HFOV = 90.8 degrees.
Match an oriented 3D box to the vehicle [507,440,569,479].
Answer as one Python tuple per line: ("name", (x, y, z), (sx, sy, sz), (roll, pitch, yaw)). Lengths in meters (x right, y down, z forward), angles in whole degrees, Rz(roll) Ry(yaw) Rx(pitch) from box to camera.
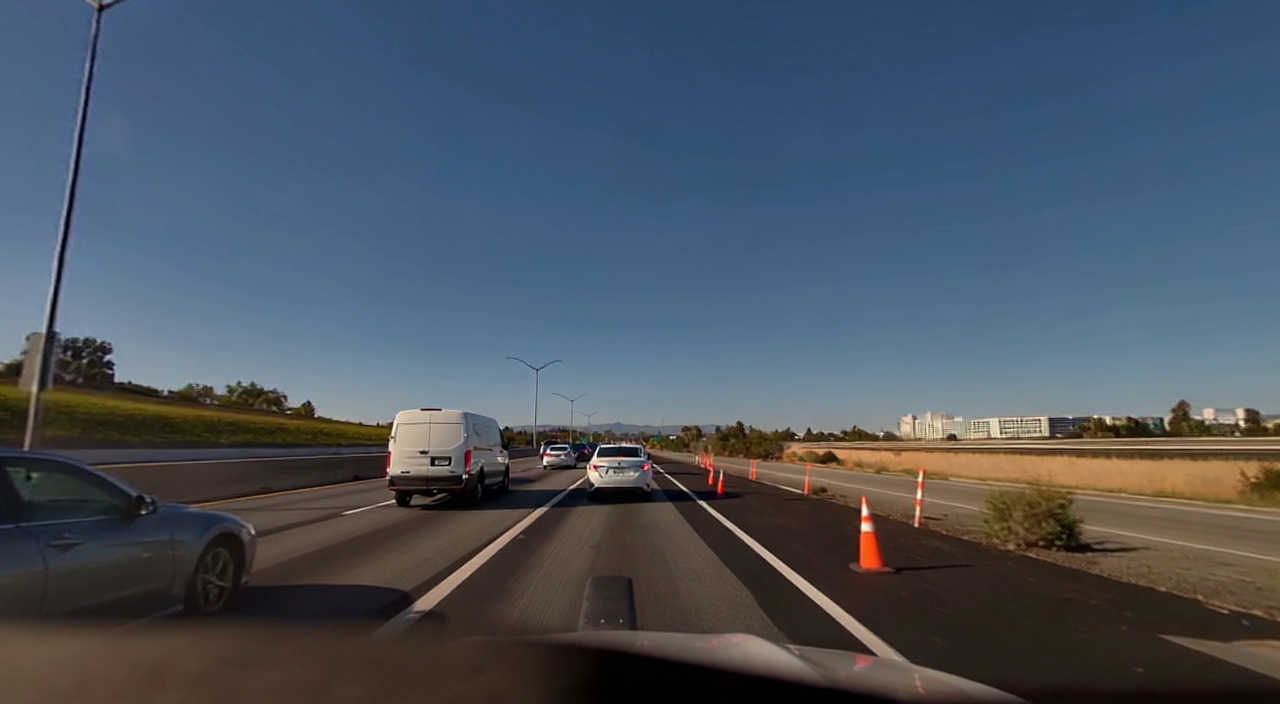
("vehicle", (-4.056, 4.353, 25.822), (1.824, 1.459, 4.007), (0, -9, 1))

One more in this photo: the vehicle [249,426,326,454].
("vehicle", (-25.090, 6.358, 45.279), (2.263, 1.874, 5.613), (0, -9, -1))

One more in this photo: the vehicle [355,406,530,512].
("vehicle", (-4.293, 2.489, 15.063), (2.324, 2.012, 5.740), (0, -9, 0))

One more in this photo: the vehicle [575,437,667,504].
("vehicle", (-0.464, 2.973, 16.298), (2.069, 1.484, 3.918), (0, -9, -1))

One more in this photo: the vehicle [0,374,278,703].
("vehicle", (-3.958, 0.905, 2.828), (2.041, 1.604, 4.384), (0, -9, 0))
